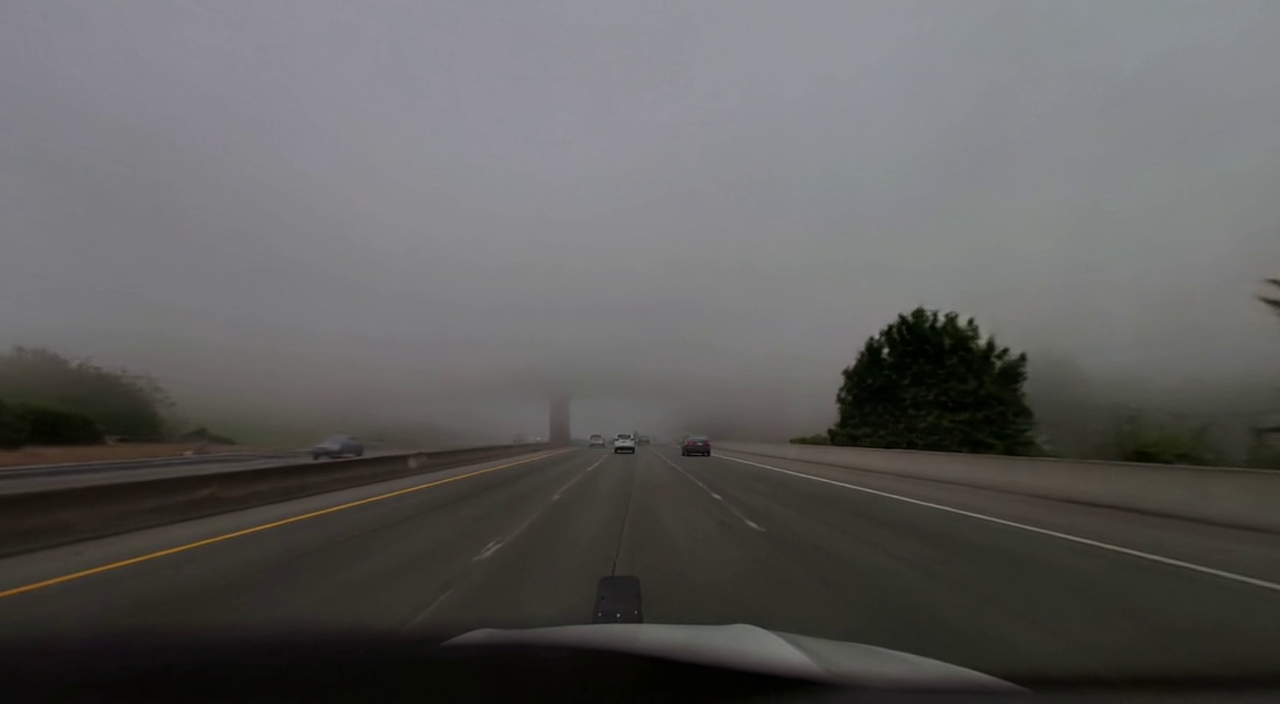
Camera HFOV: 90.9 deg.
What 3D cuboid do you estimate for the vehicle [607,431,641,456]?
[{"bbox_3d":[-0.952,5.592,38.757,1.987,1.440,3.565,0,-8,-1],"label":"vehicle"}]

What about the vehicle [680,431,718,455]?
[{"bbox_3d":[3.965,6.178,43.028,2.056,1.508,4.093,0,-8,-2],"label":"vehicle"}]
